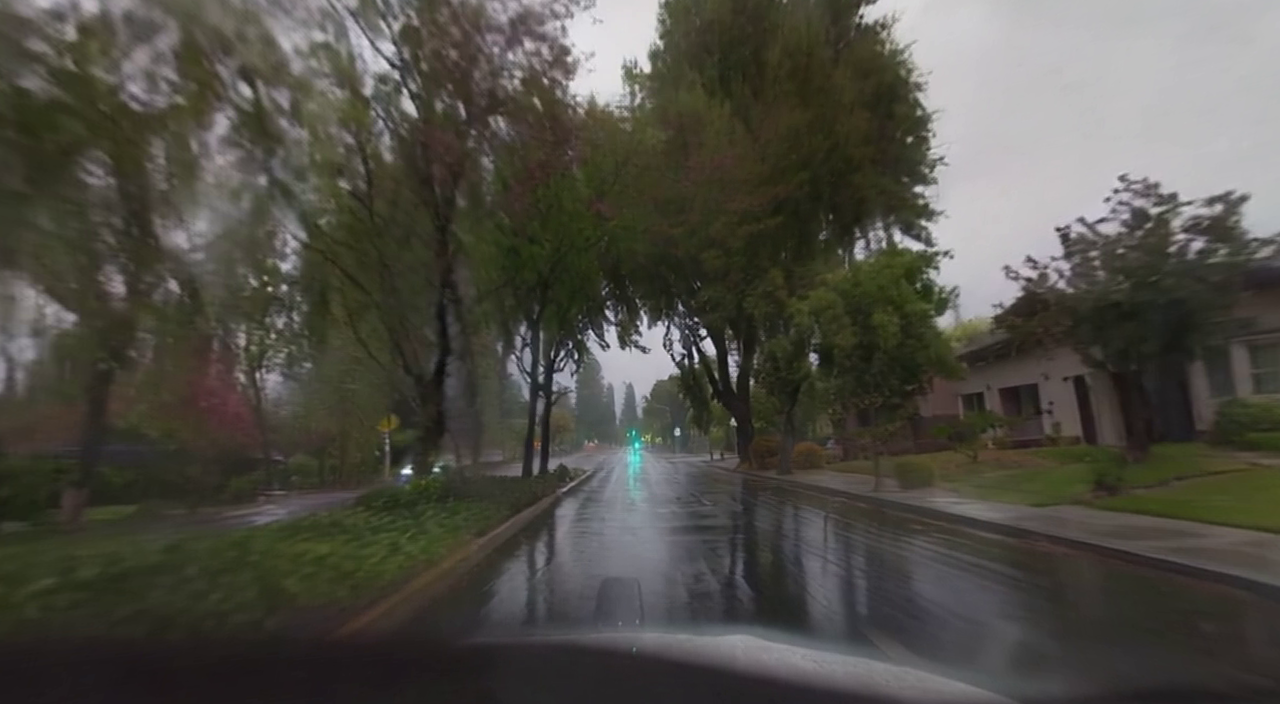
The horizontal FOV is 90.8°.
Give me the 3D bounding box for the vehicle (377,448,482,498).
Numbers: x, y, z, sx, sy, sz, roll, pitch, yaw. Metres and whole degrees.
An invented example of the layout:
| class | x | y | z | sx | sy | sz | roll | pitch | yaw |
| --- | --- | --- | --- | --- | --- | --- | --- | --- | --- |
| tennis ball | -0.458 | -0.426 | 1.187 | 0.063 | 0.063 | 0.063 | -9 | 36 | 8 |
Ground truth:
| class | x | y | z | sx | sy | sz | roll | pitch | yaw |
| --- | --- | --- | --- | --- | --- | --- | --- | --- | --- |
| vehicle | -7.077 | 4.094 | 21.857 | 2.006 | 1.501 | 4.789 | 0 | -9 | 0 |
